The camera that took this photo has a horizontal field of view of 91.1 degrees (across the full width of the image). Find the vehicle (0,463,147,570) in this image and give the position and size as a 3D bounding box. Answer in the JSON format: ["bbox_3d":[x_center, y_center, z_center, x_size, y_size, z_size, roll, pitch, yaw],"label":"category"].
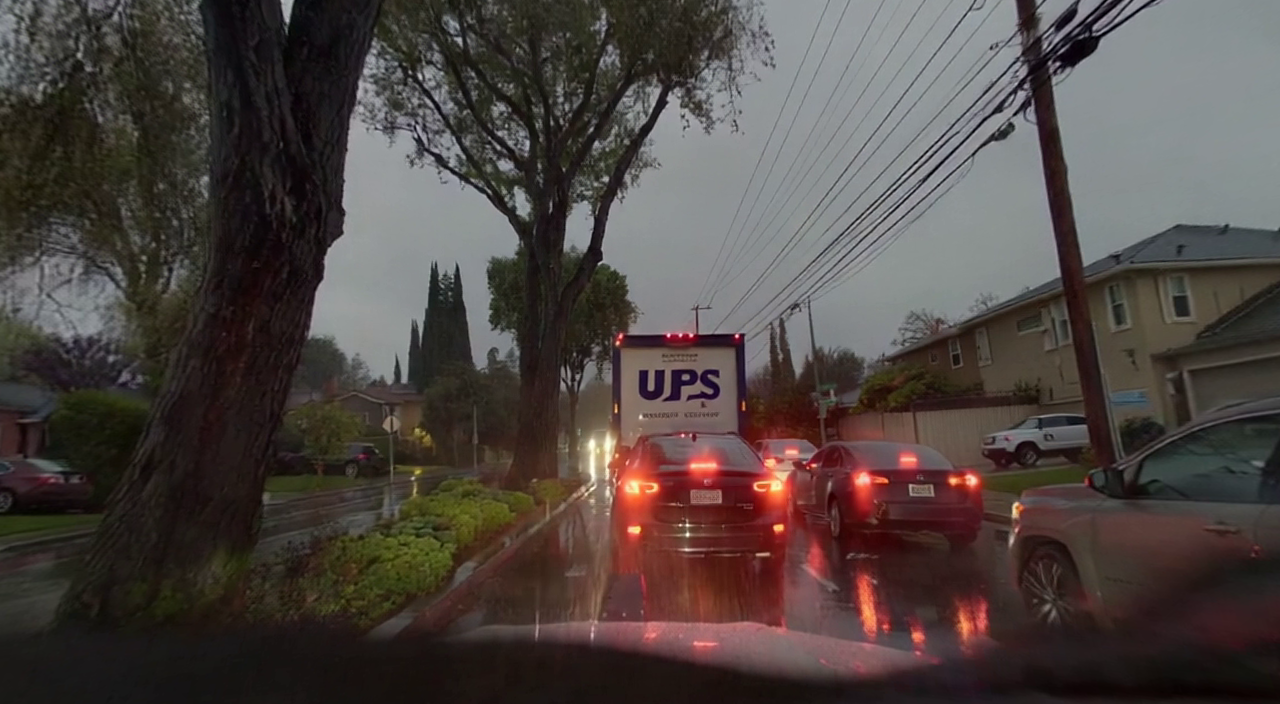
[{"bbox_3d":[-10.350,2.489,9.485,1.925,1.482,4.753,0,-8,0],"label":"vehicle"}]

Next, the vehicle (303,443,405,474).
[{"bbox_3d":[-17.411,6.477,38.313,5.274,1.793,1.921,0,-8,3],"label":"vehicle"}]

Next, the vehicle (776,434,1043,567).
[{"bbox_3d":[3.512,2.006,9.344,1.993,1.479,4.487,0,-8,0],"label":"vehicle"}]

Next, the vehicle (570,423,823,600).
[{"bbox_3d":[0.480,1.692,7.619,2.158,1.499,4.377,0,-8,0],"label":"vehicle"}]

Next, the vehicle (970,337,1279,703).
[{"bbox_3d":[3.309,0.772,1.926,2.069,1.722,4.888,0,-8,2],"label":"vehicle"}]
